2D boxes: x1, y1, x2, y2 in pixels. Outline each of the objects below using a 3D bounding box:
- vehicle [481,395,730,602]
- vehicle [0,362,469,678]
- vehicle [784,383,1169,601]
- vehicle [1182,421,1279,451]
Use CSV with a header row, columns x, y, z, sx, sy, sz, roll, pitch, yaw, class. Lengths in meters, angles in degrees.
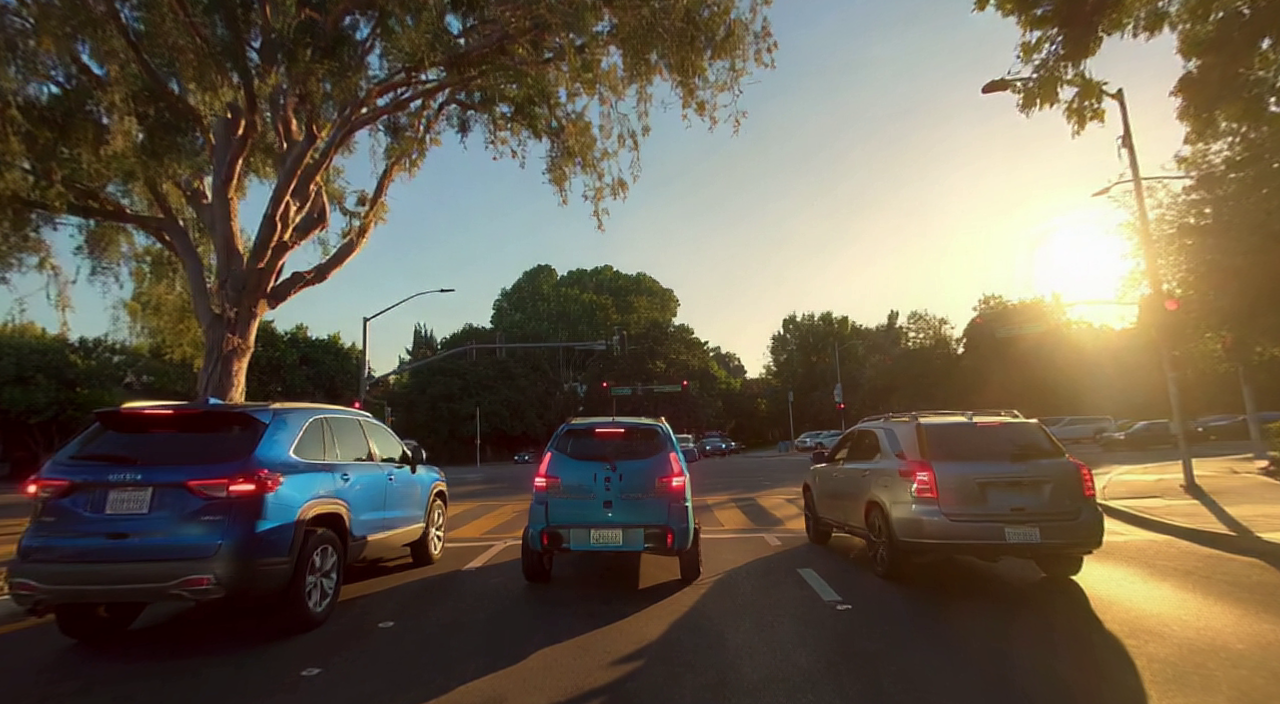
x,y,z,sx,sy,sz,roll,pitch,yaw,class
-0.231,1.512,7.315,2.067,1.702,3.987,0,-8,2,vehicle
-3.273,1.279,5.903,2.047,1.810,4.414,0,-8,1,vehicle
3.283,1.479,7.512,2.083,1.779,4.532,0,-8,0,vehicle
32.819,4.648,34.751,4.175,1.634,1.877,1,-8,-4,vehicle
